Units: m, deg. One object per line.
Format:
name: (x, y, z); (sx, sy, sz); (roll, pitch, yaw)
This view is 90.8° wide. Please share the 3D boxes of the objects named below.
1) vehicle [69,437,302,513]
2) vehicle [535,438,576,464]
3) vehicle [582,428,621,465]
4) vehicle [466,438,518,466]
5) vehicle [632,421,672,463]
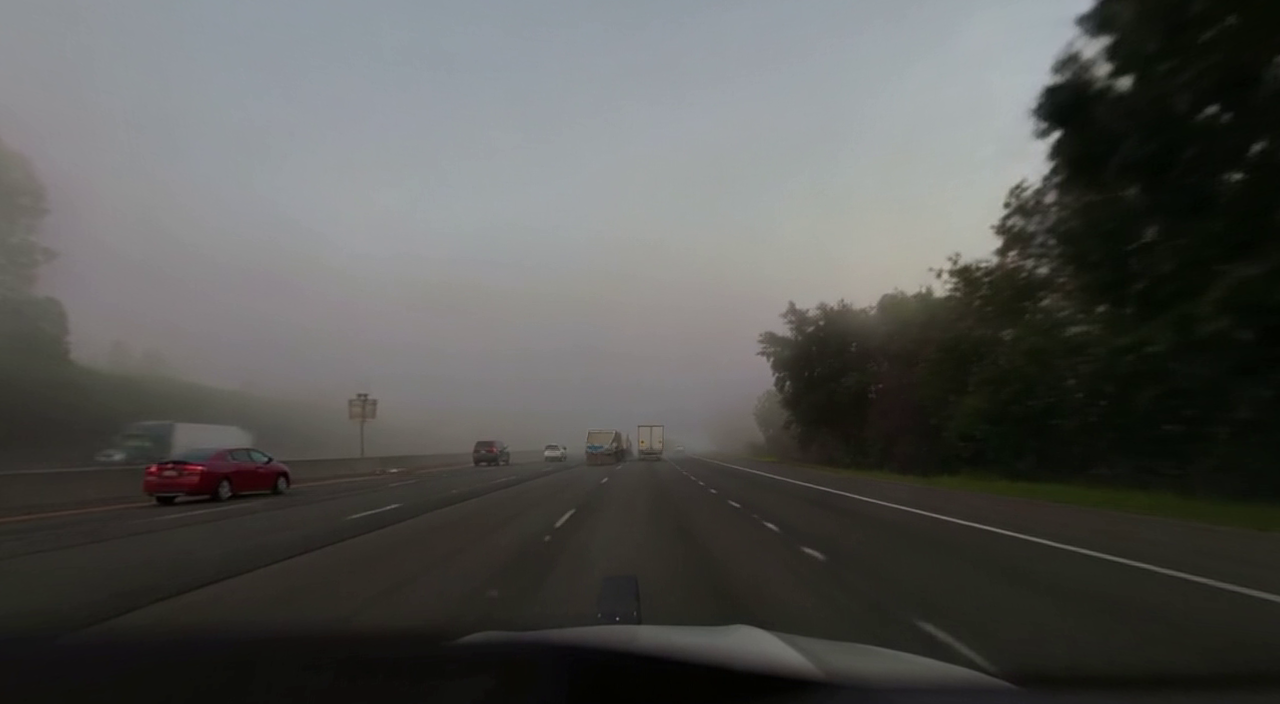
vehicle: (-10.156, 2.762, 14.742); (1.952, 1.457, 4.689); (0, -9, 0)
vehicle: (-6.316, 7.493, 47.774); (2.206, 1.838, 4.889); (0, -9, 3)
vehicle: (-2.780, 6.964, 46.570); (2.328, 2.519, 5.238); (0, -9, 2)
vehicle: (-10.082, 6.852, 43.447); (2.080, 1.777, 5.450); (0, -9, 2)
vehicle: (0.897, 6.695, 47.054); (2.768, 2.854, 6.757); (1, -8, 1)
